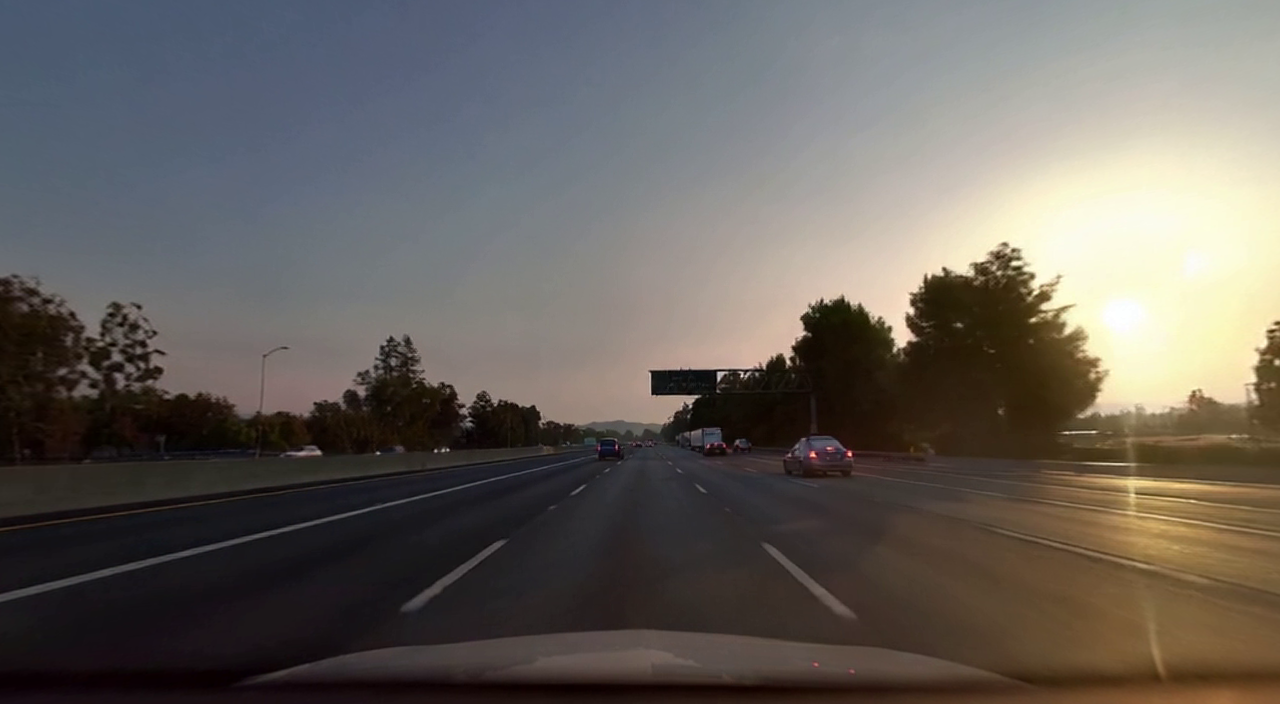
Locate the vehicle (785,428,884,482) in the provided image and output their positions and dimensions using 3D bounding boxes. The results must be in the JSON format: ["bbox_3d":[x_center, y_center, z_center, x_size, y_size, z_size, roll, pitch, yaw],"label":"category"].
[{"bbox_3d":[6.654,3.586,22.147,2.063,1.706,4.259,0,-8,-1],"label":"vehicle"}]
